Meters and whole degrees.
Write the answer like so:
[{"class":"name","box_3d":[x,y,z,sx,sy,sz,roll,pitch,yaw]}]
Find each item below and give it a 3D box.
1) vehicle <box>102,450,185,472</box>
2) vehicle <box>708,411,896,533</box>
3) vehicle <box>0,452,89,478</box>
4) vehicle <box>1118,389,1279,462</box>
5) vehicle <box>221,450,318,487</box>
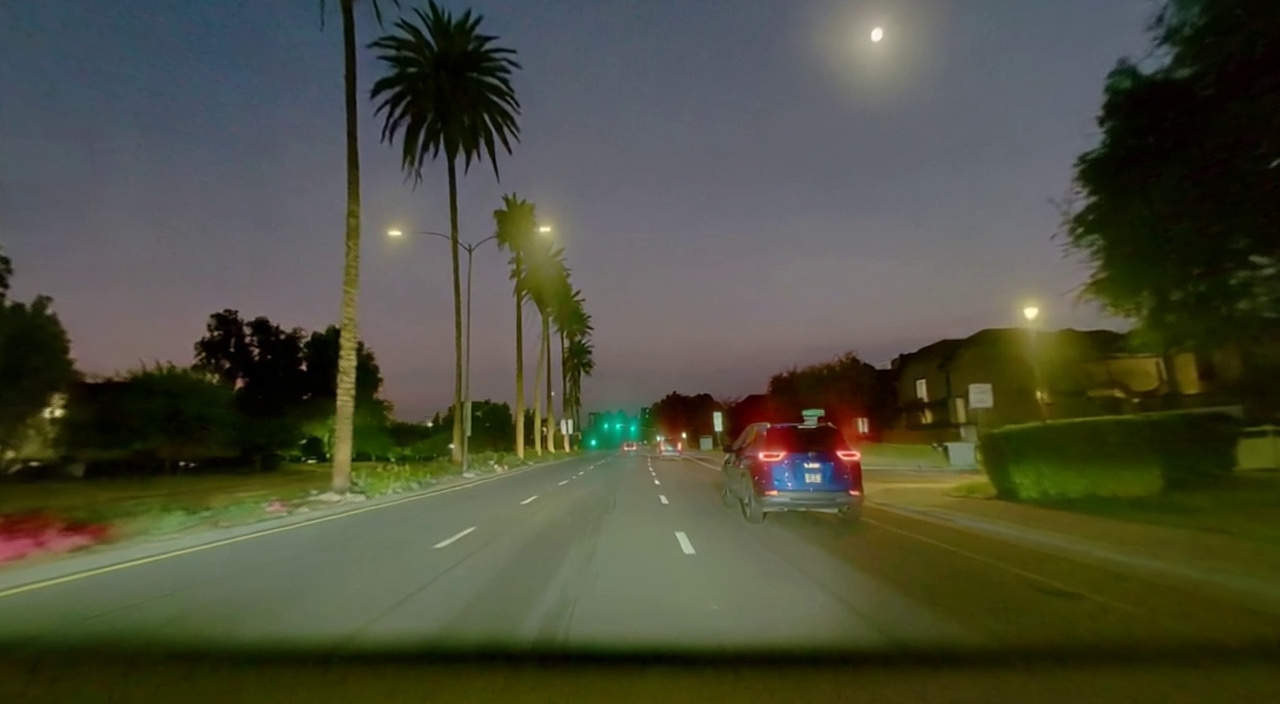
[{"class":"vehicle","box_3d":[-36.447,7.994,46.128,4.414,1.480,1.924,0,-8,1]},{"class":"vehicle","box_3d":[2.681,2.142,11.788,2.195,1.804,4.658,0,-8,-1]},{"class":"vehicle","box_3d":[-36.352,6.838,38.179,4.080,1.476,1.821,-1,-8,5]},{"class":"vehicle","box_3d":[28.263,3.814,31.837,2.811,3.303,6.565,0,-8,1]},{"class":"vehicle","box_3d":[-16.218,5.105,27.813,2.018,1.438,4.448,1,-8,-7]}]
